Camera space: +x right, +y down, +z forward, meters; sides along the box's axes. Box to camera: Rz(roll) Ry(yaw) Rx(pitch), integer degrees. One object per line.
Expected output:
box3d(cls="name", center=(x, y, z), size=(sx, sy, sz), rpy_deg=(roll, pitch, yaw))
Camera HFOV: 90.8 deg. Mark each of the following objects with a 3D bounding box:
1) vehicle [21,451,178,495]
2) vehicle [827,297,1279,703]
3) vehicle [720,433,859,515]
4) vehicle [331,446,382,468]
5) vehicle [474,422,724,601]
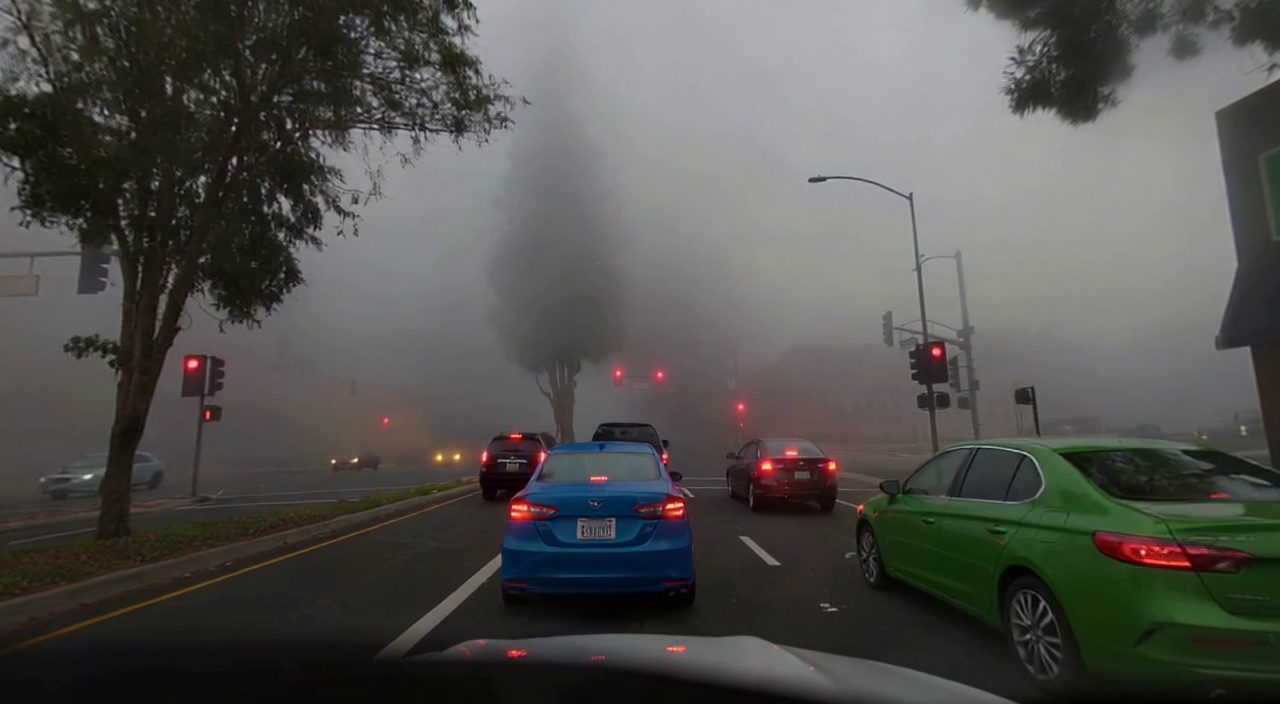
box3d(cls="vehicle", center=(-21.552, 4.804, 25.536), size=(2.091, 1.534, 4.846), rpy_deg=(0, -8, 0))
box3d(cls="vehicle", center=(3.580, 1.096, 5.070), size=(2.572, 1.945, 5.065), rpy_deg=(0, -8, 0))
box3d(cls="vehicle", center=(3.153, 2.682, 14.431), size=(2.026, 1.549, 4.559), rpy_deg=(0, -8, -1))
box3d(cls="vehicle", center=(-22.030, 8.156, 49.308), size=(1.955, 1.653, 4.245), rpy_deg=(0, -8, 1))
box3d(cls="vehicle", center=(-0.370, 1.655, 7.413), size=(2.143, 1.520, 3.848), rpy_deg=(0, -8, -1))
